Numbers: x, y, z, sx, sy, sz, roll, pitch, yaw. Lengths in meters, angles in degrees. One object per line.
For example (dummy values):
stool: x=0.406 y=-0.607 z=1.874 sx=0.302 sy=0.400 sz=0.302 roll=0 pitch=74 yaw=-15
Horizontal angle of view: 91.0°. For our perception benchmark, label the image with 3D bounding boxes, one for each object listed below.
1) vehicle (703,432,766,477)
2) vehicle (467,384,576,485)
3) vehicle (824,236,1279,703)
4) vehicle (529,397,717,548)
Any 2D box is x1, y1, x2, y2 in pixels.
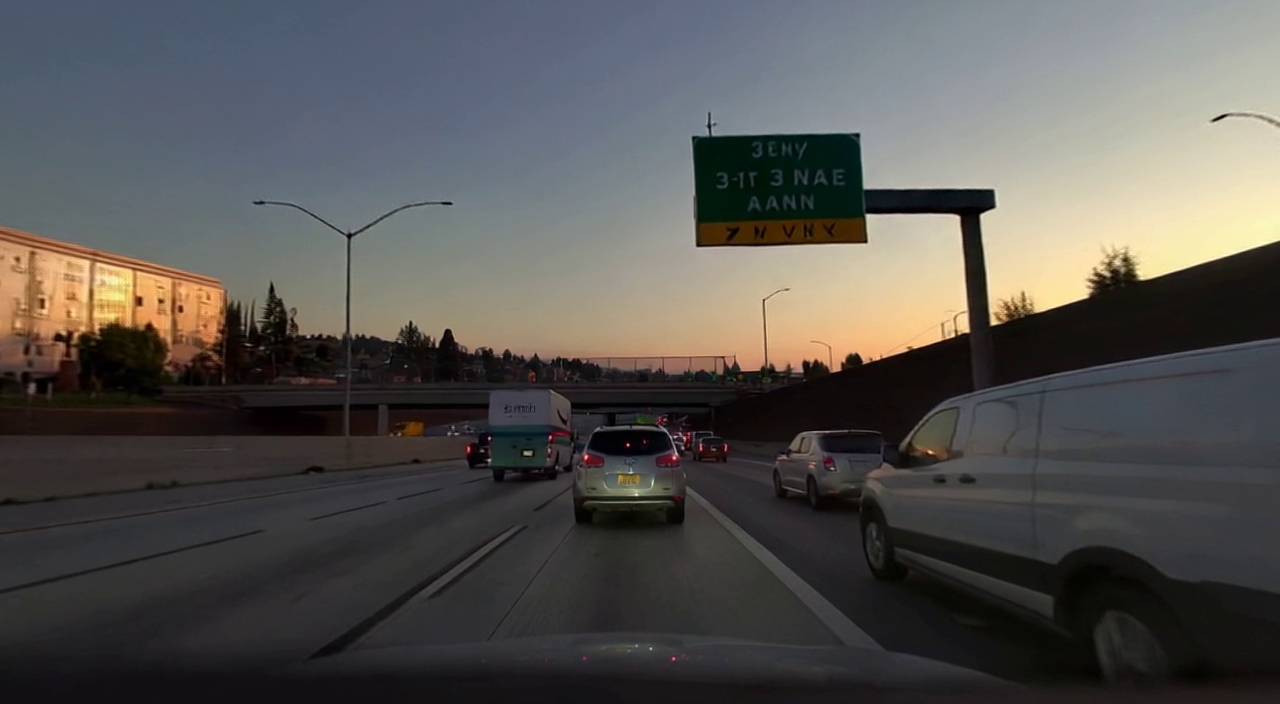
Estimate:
vehicle: x=3.961 y=4.399 z=27.200 sx=2.064 sy=1.720 sz=4.416 roll=0 pitch=-9 yaw=0
vehicle: x=-3.702 y=2.834 z=21.283 sx=2.415 sy=2.821 sz=6.636 roll=1 pitch=-9 yaw=0
vehicle: x=3.006 y=0.873 z=3.503 sx=2.341 sy=1.890 sz=5.144 roll=1 pitch=-9 yaw=-1
vehicle: x=-0.211 y=1.802 z=9.952 sx=2.287 sy=1.823 sz=4.369 roll=0 pitch=-9 yaw=0
